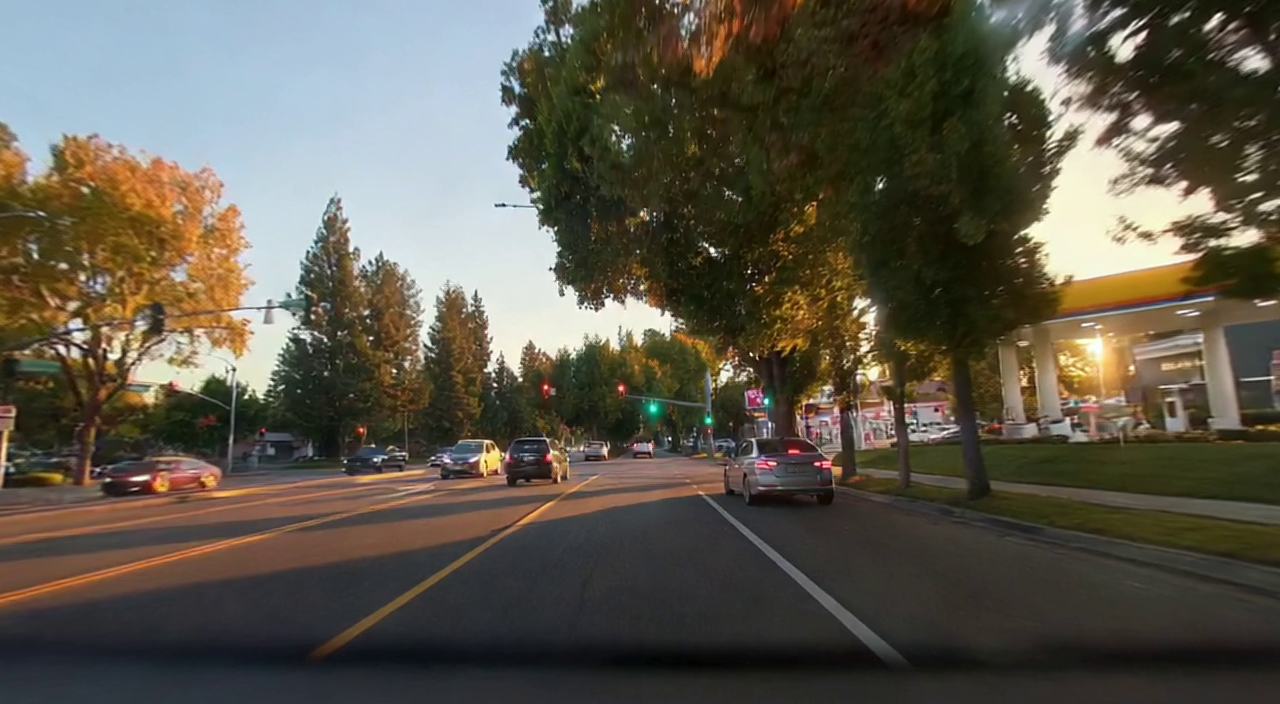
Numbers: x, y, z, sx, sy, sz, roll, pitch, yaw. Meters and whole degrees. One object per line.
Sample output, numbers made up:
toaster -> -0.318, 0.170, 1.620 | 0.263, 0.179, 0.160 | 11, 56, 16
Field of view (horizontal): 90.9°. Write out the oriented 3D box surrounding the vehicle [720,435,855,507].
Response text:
vehicle -> 3.348, 2.802, 15.405 | 2.095, 1.475, 4.686 | 0, -8, -1

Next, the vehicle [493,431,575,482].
vehicle -> -3.812, 3.855, 23.545 | 2.250, 1.713, 4.422 | 0, -8, 1

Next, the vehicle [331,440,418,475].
vehicle -> -15.515, 6.202, 37.291 | 2.486, 1.876, 5.659 | 0, -8, 3

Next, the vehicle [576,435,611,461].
vehicle -> -3.360, 7.040, 46.125 | 2.126, 1.810, 4.414 | 0, -8, 1

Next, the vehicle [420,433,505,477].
vehicle -> -7.721, 4.533, 28.091 | 2.224, 1.747, 5.274 | 0, -8, 0

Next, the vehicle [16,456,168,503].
vehicle -> -22.707, 5.251, 26.468 | 1.887, 1.673, 4.985 | 0, -8, 0
